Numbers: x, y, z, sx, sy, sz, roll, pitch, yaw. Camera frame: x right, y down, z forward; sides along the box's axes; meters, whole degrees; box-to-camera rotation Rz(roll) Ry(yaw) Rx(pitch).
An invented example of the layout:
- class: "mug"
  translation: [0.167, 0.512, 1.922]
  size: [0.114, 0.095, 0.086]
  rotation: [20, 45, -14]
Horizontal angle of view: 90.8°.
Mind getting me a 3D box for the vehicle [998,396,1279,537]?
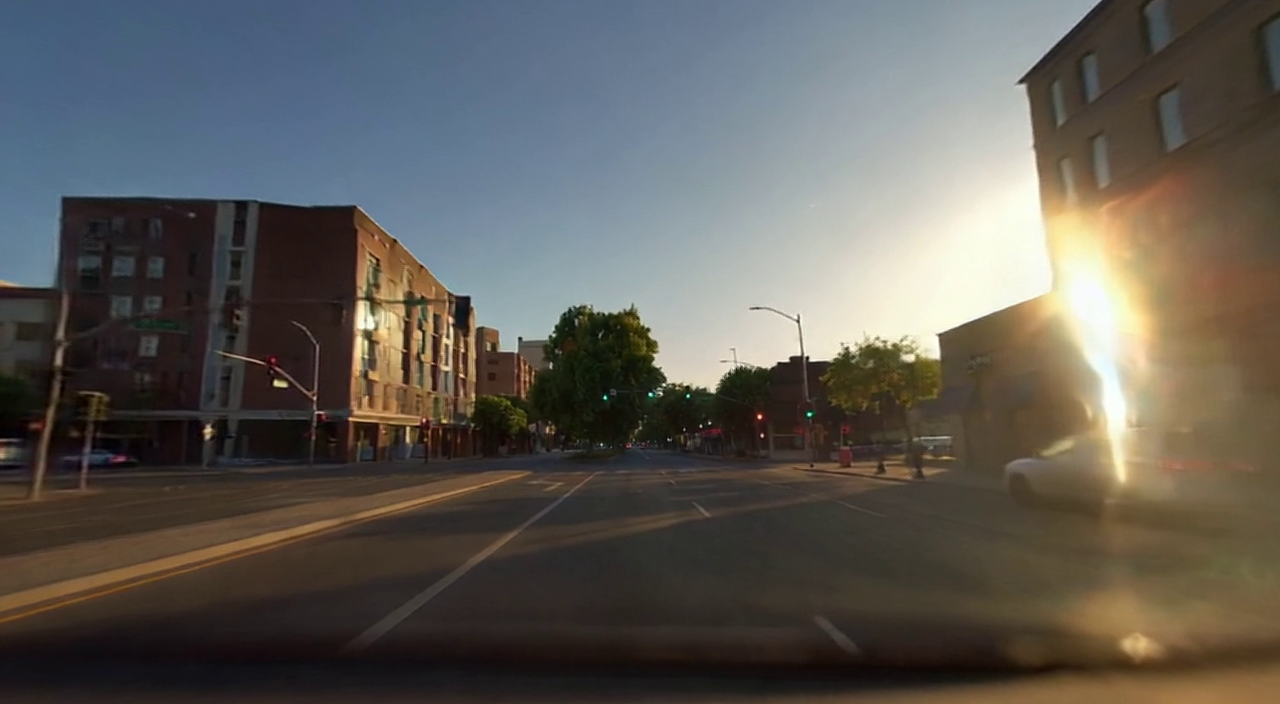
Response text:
- class: "vehicle"
  translation: [9.992, 2.148, 12.467]
  size: [2.273, 2.103, 5.788]
  rotation: [0, -8, -2]
